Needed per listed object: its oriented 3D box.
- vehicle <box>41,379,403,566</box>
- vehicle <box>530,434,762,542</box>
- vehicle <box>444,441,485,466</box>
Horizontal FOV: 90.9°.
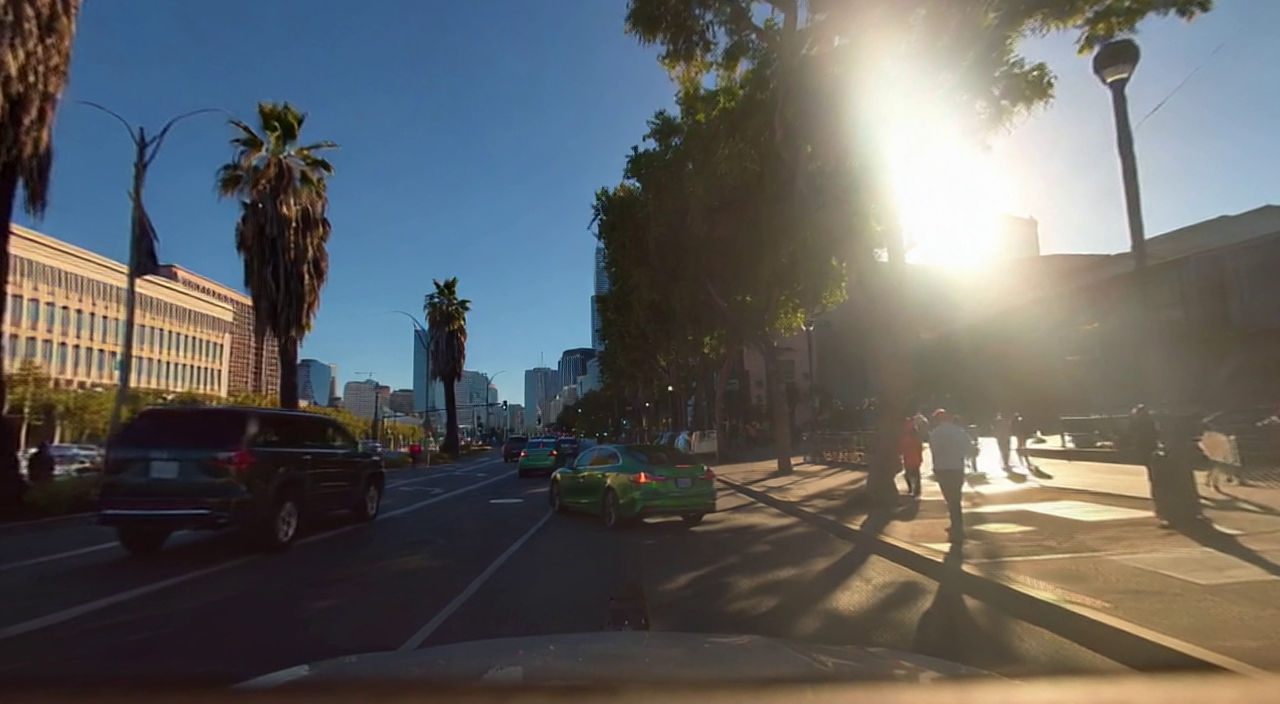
[{"bbox_3d":[-5.660,1.738,9.801,2.164,2.047,5.455,0,-9,-4],"label":"vehicle"},{"bbox_3d":[-0.173,2.254,11.213,1.930,1.477,4.657,5,-10,-31],"label":"vehicle"},{"bbox_3d":[-11.994,6.960,43.357,1.930,1.583,4.423,0,-9,-5],"label":"vehicle"}]
